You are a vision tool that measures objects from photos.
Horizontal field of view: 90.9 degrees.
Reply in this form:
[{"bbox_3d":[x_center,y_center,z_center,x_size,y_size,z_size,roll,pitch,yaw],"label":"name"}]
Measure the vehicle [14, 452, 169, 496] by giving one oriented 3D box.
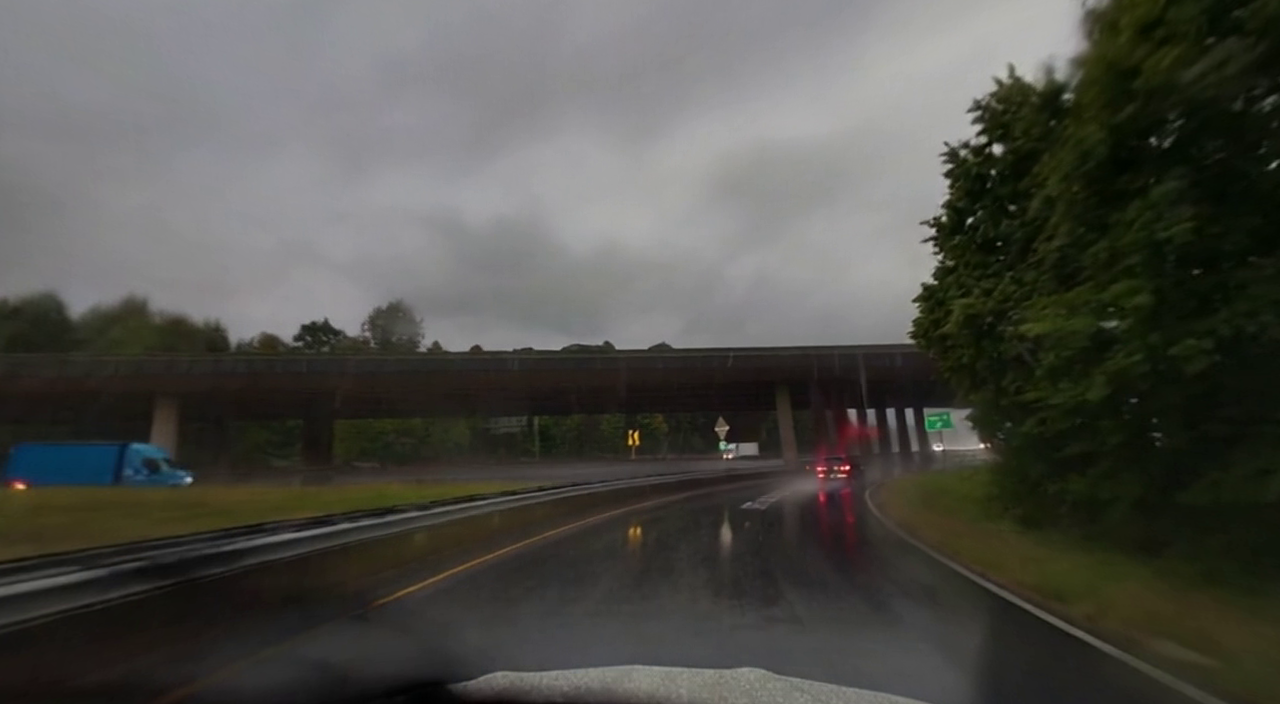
[{"bbox_3d":[-20.309,4.500,23.591,4.024,1.444,1.940,5,-11,-32],"label":"vehicle"}]
